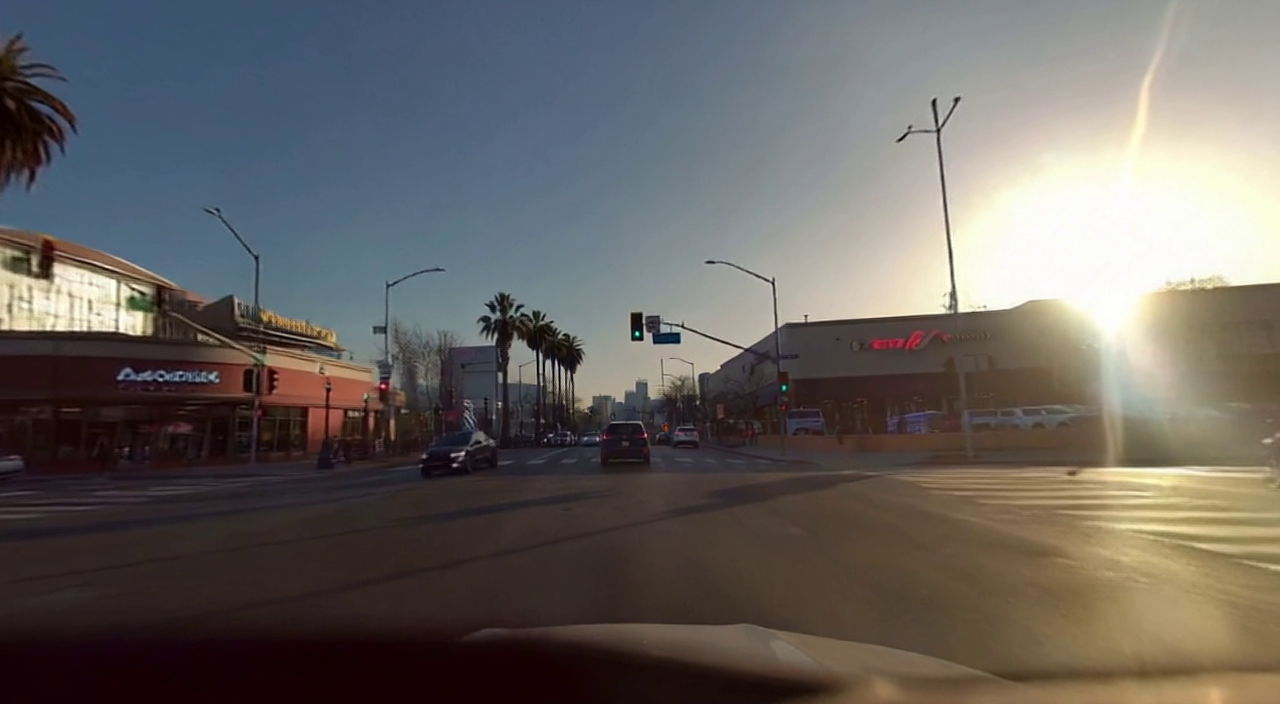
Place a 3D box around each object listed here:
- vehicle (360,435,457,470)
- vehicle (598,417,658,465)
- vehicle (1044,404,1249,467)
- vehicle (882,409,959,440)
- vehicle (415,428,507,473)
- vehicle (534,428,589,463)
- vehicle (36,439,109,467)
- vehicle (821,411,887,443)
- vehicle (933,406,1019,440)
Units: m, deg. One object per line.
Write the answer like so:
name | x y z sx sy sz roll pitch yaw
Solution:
vehicle | -10.543 4.605 29.132 2.002 1.470 4.388 -2 -9 15
vehicle | -0.516 3.738 26.487 2.264 1.798 4.531 0 -8 -1
vehicle | 15.855 2.619 20.009 4.583 1.741 2.117 -2 -6 1
vehicle | 14.138 3.746 32.165 1.797 1.443 4.451 -1 -8 -1
vehicle | -6.506 3.653 23.570 2.032 1.508 4.661 0 -8 1
vehicle | -3.560 4.354 29.419 1.921 1.491 4.332 0 -8 1
vehicle | -40.567 7.210 45.191 1.615 1.455 3.501 -7 -4 26
vehicle | 11.447 3.987 34.167 1.899 1.550 4.531 -1 -6 -1
vehicle | 16.675 3.614 31.642 1.850 1.509 4.297 1 -9 -1
